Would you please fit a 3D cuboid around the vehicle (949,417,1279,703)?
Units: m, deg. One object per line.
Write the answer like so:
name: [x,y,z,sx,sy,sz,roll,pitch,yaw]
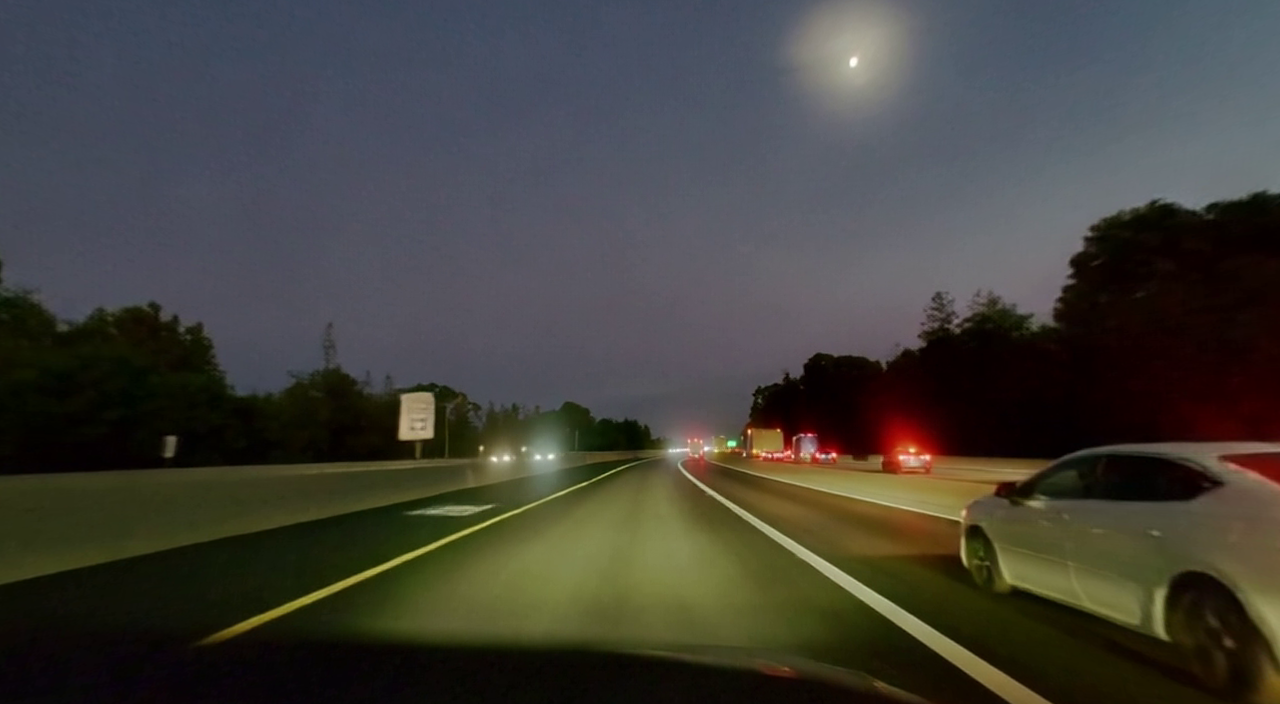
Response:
vehicle: [3.838,1.159,3.677,1.938,1.456,4.204,0,-9,0]
